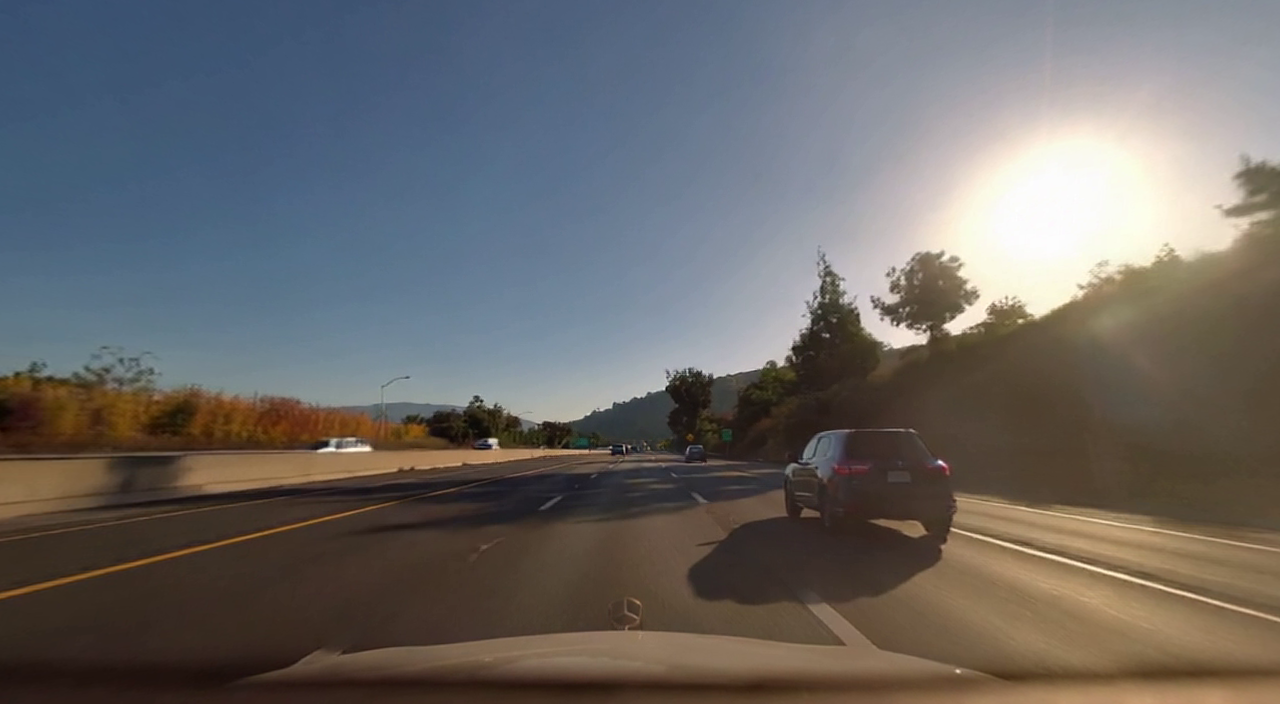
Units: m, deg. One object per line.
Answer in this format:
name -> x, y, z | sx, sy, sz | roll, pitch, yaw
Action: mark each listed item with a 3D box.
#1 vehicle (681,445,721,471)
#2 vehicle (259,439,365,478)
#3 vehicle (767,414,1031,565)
vehicle -> 3.714, 6.518, 39.037 | 2.047, 1.501, 4.237 | 0, -9, 0
vehicle -> -14.234, 4.662, 27.713 | 1.977, 1.535, 4.707 | 0, -9, 2
vehicle -> 3.326, 1.866, 9.194 | 2.095, 1.668, 4.135 | 0, -9, 0
